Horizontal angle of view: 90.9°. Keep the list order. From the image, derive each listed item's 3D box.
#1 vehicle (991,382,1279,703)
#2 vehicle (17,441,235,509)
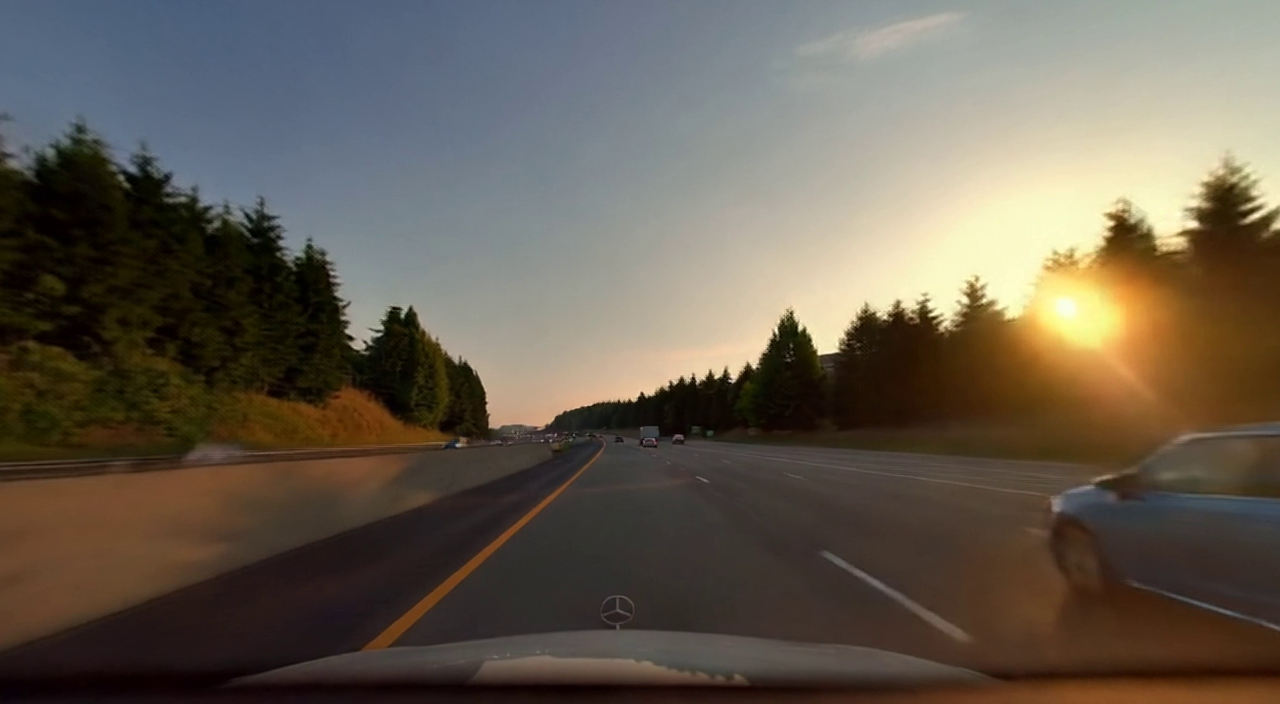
[{"bbox_3d":[3.716,0.898,2.675,1.958,1.526,4.227,0,-8,-1],"label":"vehicle"},{"bbox_3d":[-12.899,3.056,16.309,1.905,1.464,4.510,0,-8,-1],"label":"vehicle"}]
